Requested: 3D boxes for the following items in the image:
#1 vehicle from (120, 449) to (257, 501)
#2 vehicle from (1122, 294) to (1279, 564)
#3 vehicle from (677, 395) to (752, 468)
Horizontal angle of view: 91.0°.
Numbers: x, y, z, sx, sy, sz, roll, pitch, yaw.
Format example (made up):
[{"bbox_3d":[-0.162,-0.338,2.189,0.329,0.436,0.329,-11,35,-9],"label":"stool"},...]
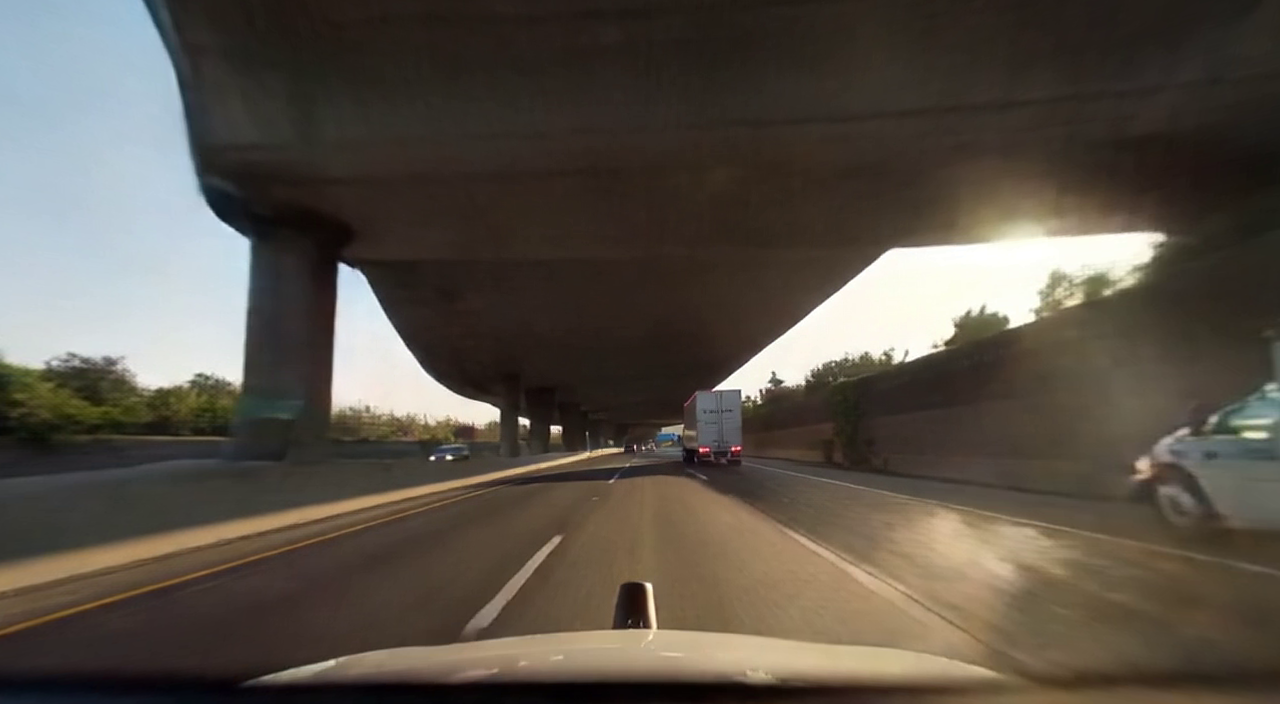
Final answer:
[{"bbox_3d":[-15.317,4.149,21.638,1.746,1.518,3.857,-1,-8,2],"label":"vehicle"},{"bbox_3d":[7.768,0.541,4.691,2.474,2.730,7.349,0,-8,0],"label":"vehicle"},{"bbox_3d":[4.746,5.641,44.022,3.187,4.197,15.004,0,-8,-1],"label":"vehicle"}]
